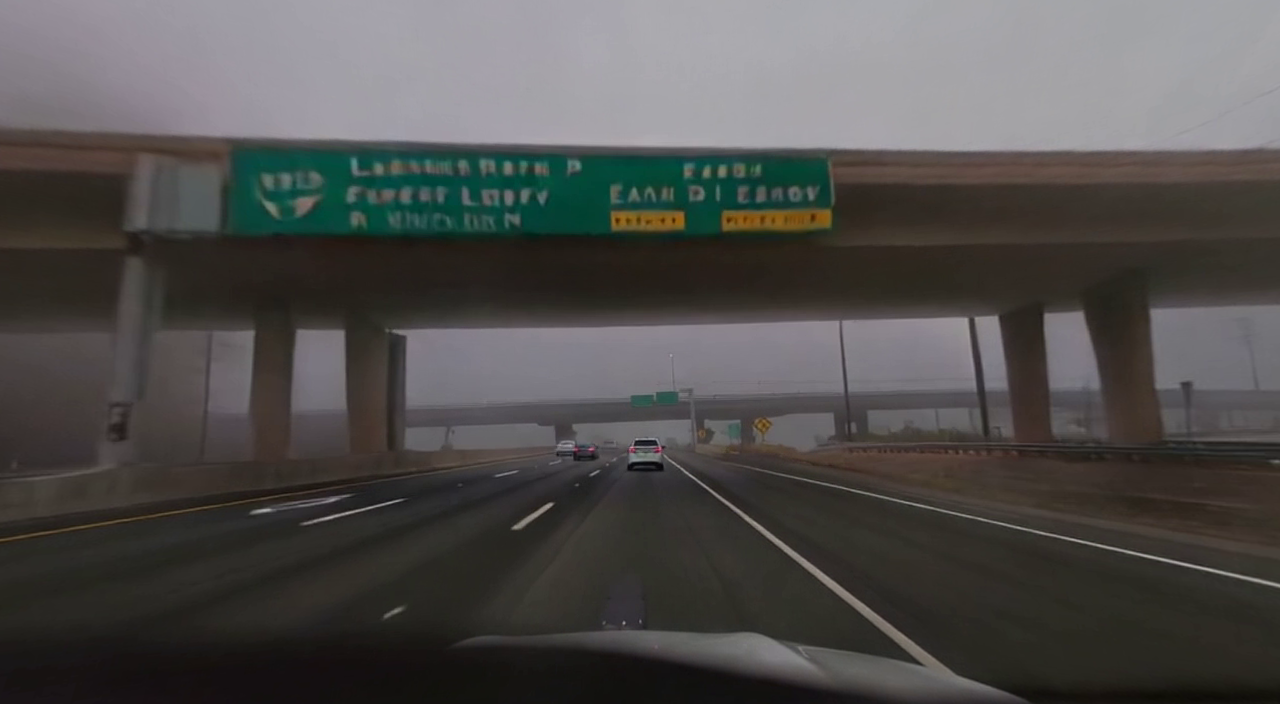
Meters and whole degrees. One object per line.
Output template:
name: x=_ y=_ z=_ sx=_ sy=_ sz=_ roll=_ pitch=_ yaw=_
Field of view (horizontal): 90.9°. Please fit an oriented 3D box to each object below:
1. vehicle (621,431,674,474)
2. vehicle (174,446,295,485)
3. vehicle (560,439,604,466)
vehicle: x=0.291 y=4.330 z=27.375 sx=2.152 sy=1.697 sz=4.066 roll=0 pitch=-8 yaw=0
vehicle: x=-17.299 y=4.826 z=27.253 sx=1.980 sy=1.481 sz=4.763 roll=0 pitch=-8 yaw=1
vehicle: x=-3.374 y=5.941 z=37.516 sx=2.056 sy=1.464 sz=4.564 roll=0 pitch=-8 yaw=1
